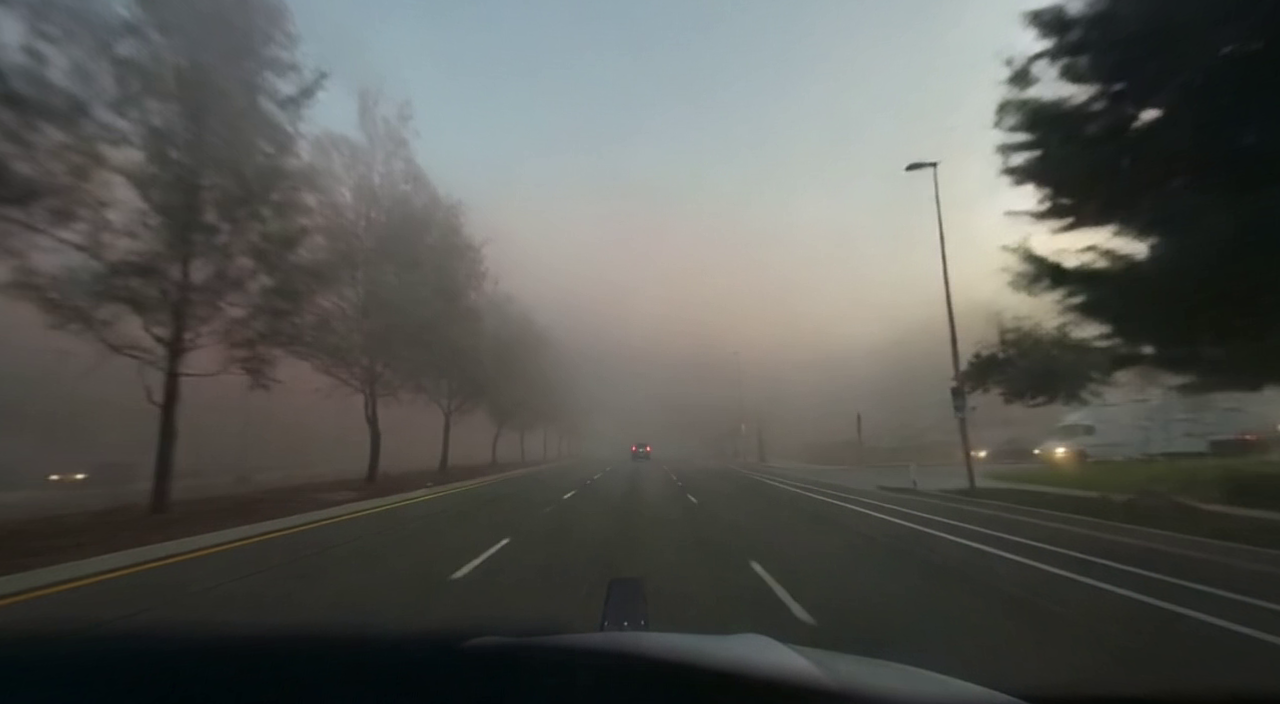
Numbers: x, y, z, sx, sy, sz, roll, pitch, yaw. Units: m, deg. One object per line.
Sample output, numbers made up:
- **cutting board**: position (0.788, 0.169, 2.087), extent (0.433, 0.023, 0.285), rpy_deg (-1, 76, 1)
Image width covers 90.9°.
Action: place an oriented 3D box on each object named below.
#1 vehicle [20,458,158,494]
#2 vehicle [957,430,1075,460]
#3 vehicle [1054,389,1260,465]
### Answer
- **vehicle**: position (-25.684, 5.742, 29.492), extent (2.004, 1.450, 4.543), rpy_deg (-8, -11, 41)
- **vehicle**: position (20.295, 5.090, 34.210), extent (4.900, 1.530, 2.211), rpy_deg (0, -10, 1)
- **vehicle**: position (21.561, 3.164, 26.563), extent (6.374, 3.018, 2.476), rpy_deg (0, -8, -1)
